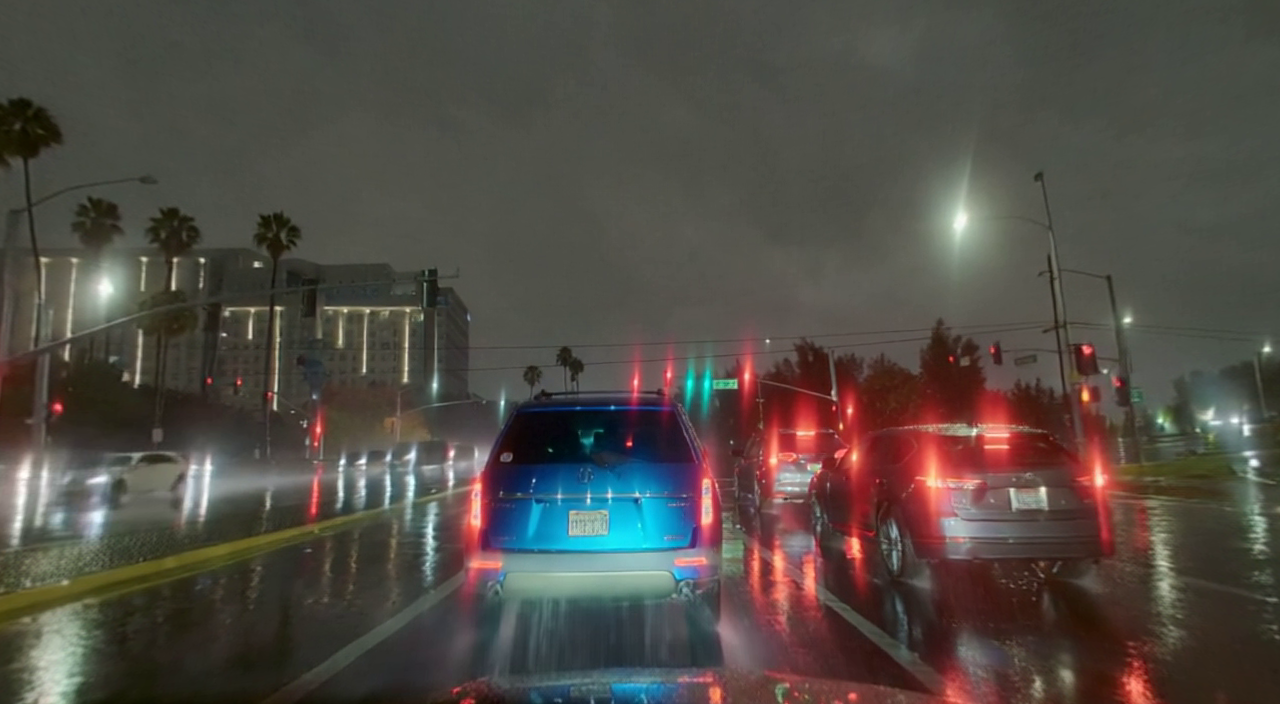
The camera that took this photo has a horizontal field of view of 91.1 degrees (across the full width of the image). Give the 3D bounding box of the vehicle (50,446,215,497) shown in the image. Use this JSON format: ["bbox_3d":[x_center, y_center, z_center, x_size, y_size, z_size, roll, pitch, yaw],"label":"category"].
[{"bbox_3d":[-19.764,4.623,24.882,2.119,1.786,5.252,0,-9,0],"label":"vehicle"}]

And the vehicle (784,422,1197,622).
[{"bbox_3d":[3.128,1.602,6.974,1.971,1.473,4.495,0,-8,0],"label":"vehicle"}]

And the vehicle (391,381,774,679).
[{"bbox_3d":[-0.327,1.314,5.684,2.172,1.694,4.055,0,-8,0],"label":"vehicle"}]

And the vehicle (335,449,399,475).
[{"bbox_3d":[-16.798,6.767,38.913,1.951,1.500,4.372,0,-9,1],"label":"vehicle"}]
